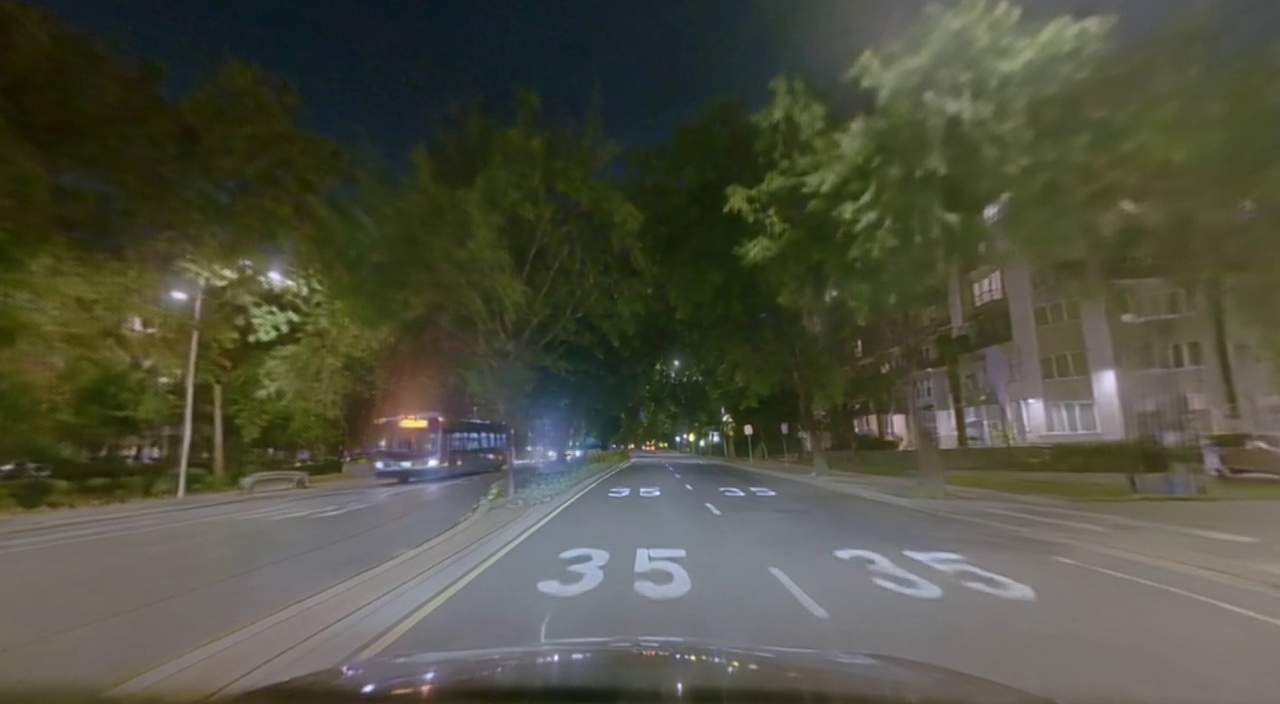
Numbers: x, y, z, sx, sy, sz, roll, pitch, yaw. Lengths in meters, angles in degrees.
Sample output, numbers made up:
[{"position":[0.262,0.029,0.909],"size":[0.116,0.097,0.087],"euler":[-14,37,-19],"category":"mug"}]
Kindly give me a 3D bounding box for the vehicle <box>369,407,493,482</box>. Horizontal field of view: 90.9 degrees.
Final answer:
[{"position":[-10.776,5.000,34.038],"size":[3.052,3.397,10.003],"euler":[0,-8,1],"category":"vehicle"}]

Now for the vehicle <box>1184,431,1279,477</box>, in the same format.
[{"position":[21.080,3.344,20.753],"size":[4.404,1.440,1.900],"euler":[-1,-8,3],"category":"vehicle"}]
